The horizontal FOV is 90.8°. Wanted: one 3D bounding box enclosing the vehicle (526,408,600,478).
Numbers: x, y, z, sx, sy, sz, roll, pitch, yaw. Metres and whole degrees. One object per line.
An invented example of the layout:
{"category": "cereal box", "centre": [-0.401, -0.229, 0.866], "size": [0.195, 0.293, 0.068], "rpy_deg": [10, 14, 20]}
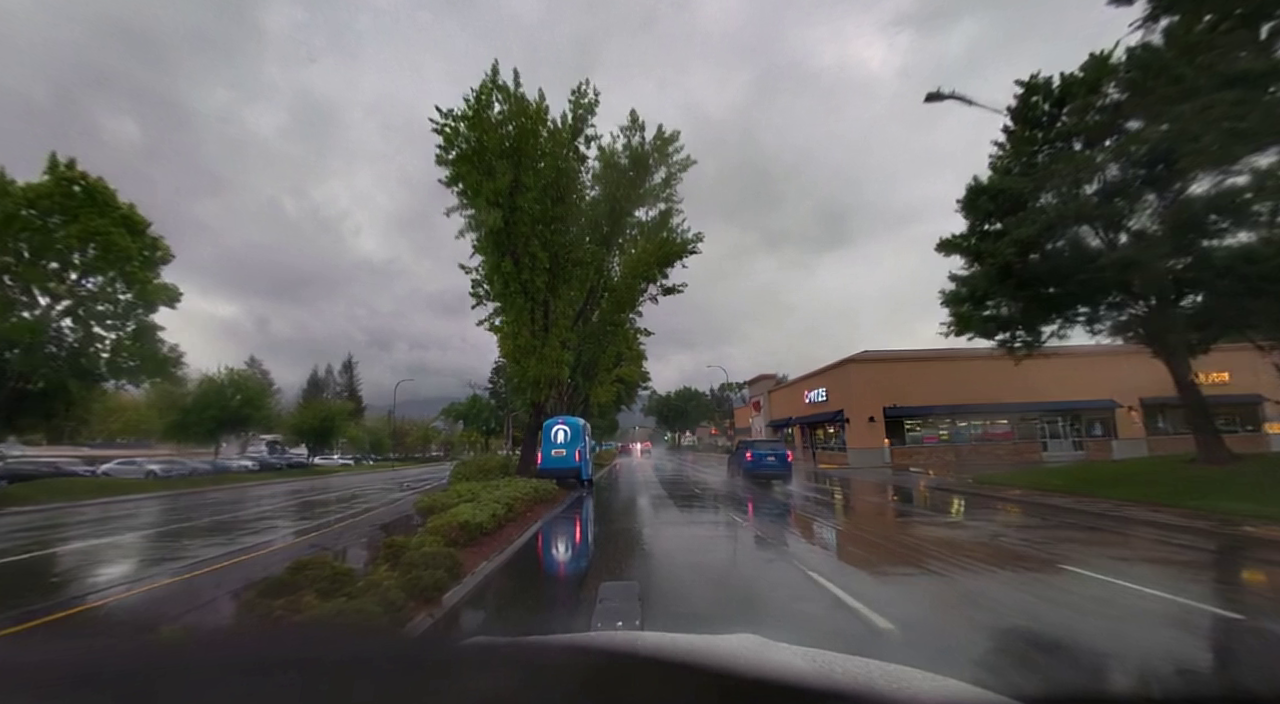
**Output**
{"category": "vehicle", "centre": [-3.265, 4.072, 28.126], "size": [2.443, 2.784, 5.862], "rpy_deg": [0, -9, 1]}

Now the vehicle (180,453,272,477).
{"category": "vehicle", "centre": [-31.872, 8.675, 48.822], "size": [5.692, 1.725, 2.144], "rpy_deg": [5, -10, -33]}

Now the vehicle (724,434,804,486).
{"category": "vehicle", "centre": [4.262, 3.784, 22.381], "size": [1.869, 1.646, 4.166], "rpy_deg": [0, -9, -2]}
